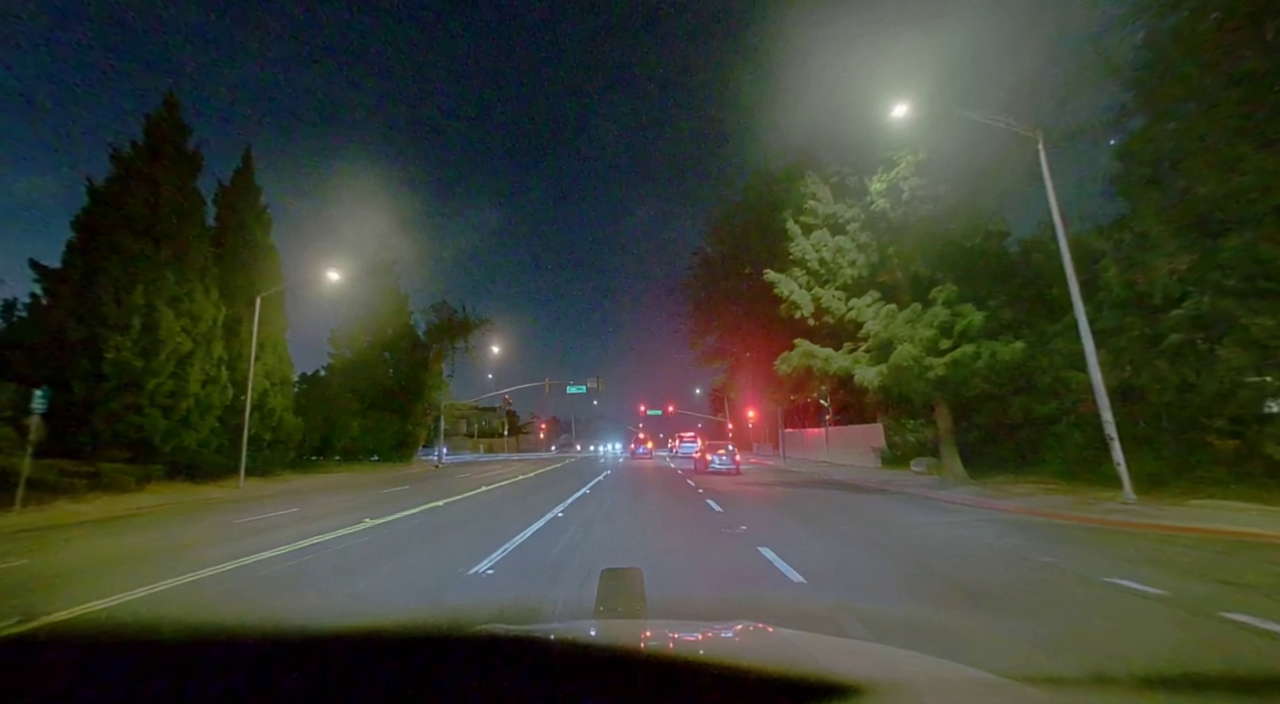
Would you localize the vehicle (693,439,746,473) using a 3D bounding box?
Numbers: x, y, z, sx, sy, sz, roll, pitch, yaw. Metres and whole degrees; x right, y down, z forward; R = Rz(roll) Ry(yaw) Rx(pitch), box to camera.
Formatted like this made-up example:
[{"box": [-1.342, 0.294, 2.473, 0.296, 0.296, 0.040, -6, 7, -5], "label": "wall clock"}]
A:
[{"box": [3.727, 4.990, 30.323, 1.934, 1.506, 4.544, 0, -9, -1], "label": "vehicle"}]

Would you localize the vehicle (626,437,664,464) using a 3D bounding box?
[{"box": [0.333, 6.437, 41.035, 2.321, 1.624, 4.367, 0, -9, 1], "label": "vehicle"}]

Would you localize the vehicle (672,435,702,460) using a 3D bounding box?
[{"box": [3.681, 7.524, 49.470, 2.059, 1.924, 4.257, 0, -9, 0], "label": "vehicle"}]
